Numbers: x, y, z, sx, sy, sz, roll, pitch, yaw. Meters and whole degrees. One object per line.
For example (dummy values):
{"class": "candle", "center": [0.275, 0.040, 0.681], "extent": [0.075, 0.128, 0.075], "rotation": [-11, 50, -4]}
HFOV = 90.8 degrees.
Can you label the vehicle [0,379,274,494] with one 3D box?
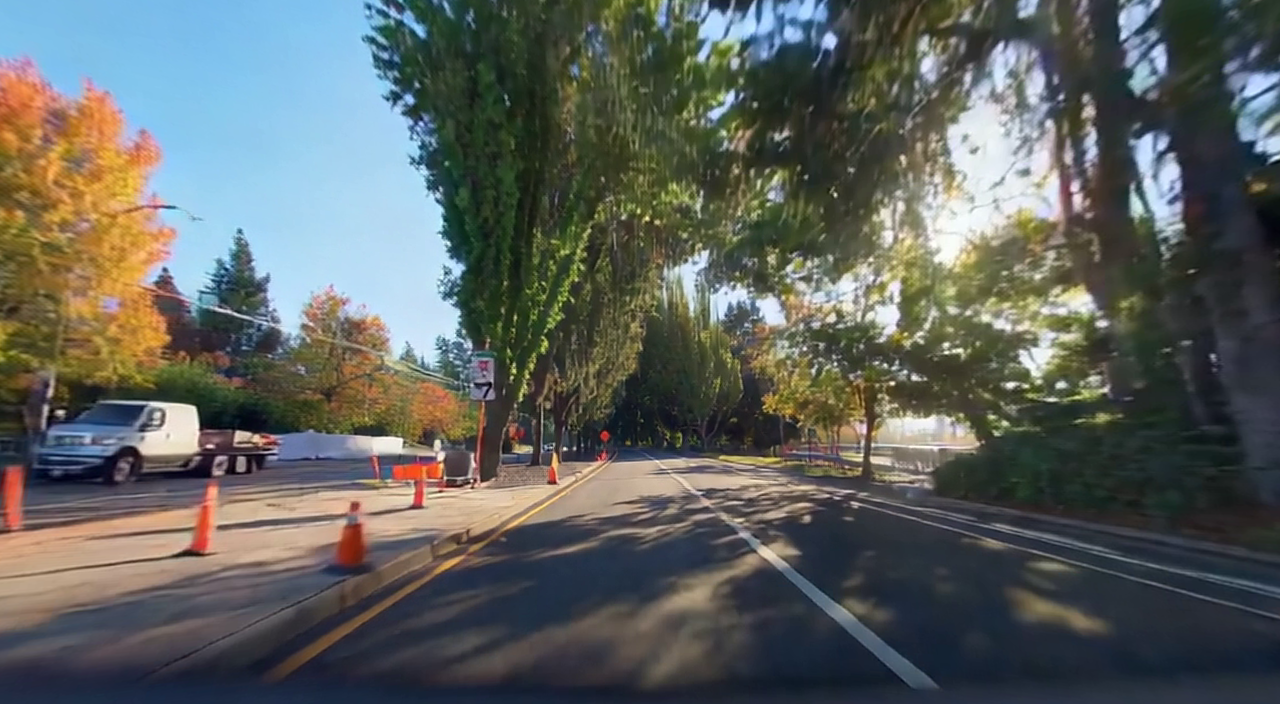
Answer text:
{"class": "vehicle", "center": [-19.214, 3.338, 24.524], "extent": [2.956, 3.466, 10.408], "rotation": [-1, -9, 6]}
